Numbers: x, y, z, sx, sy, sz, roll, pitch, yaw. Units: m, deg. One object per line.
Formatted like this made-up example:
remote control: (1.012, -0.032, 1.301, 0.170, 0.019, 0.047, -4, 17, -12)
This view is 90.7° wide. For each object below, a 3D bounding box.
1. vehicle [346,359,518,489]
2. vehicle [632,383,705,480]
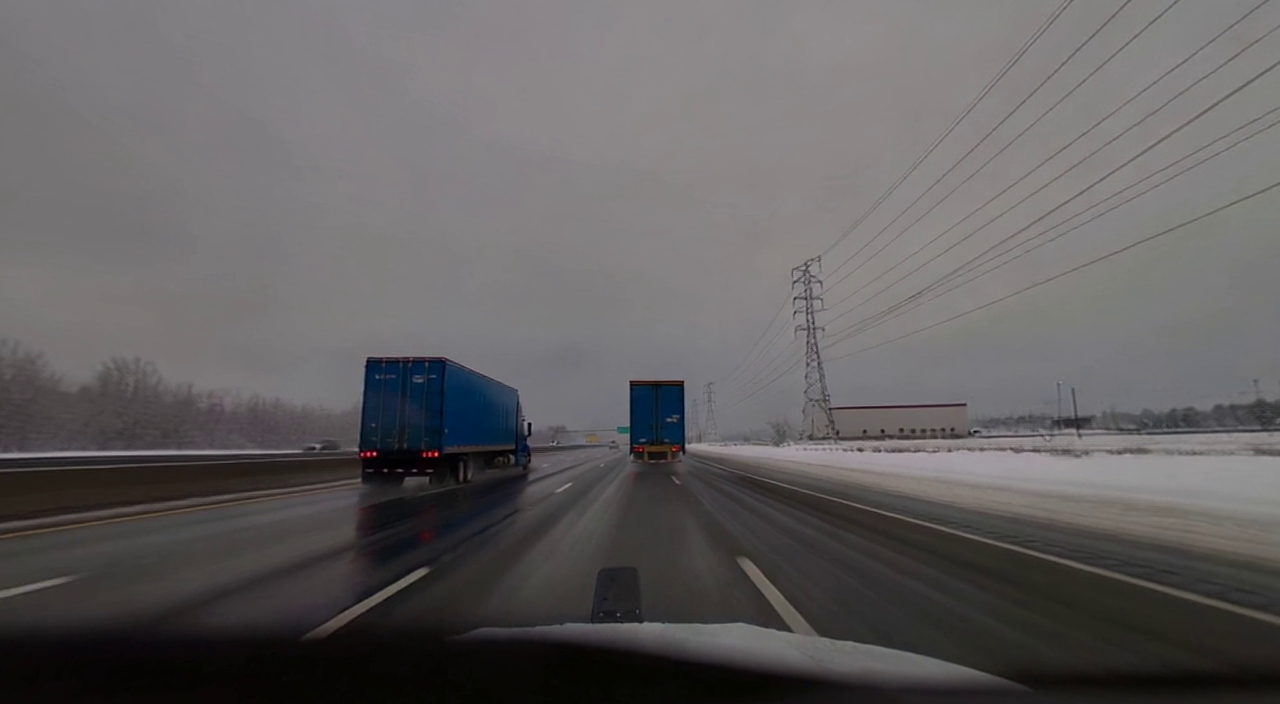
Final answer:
vehicle: (-7.464, 3.035, 25.089, 2.937, 3.981, 11.119, -1, -8, 1)
vehicle: (1.147, 3.906, 30.331, 2.858, 3.847, 10.034, 0, -9, 0)
